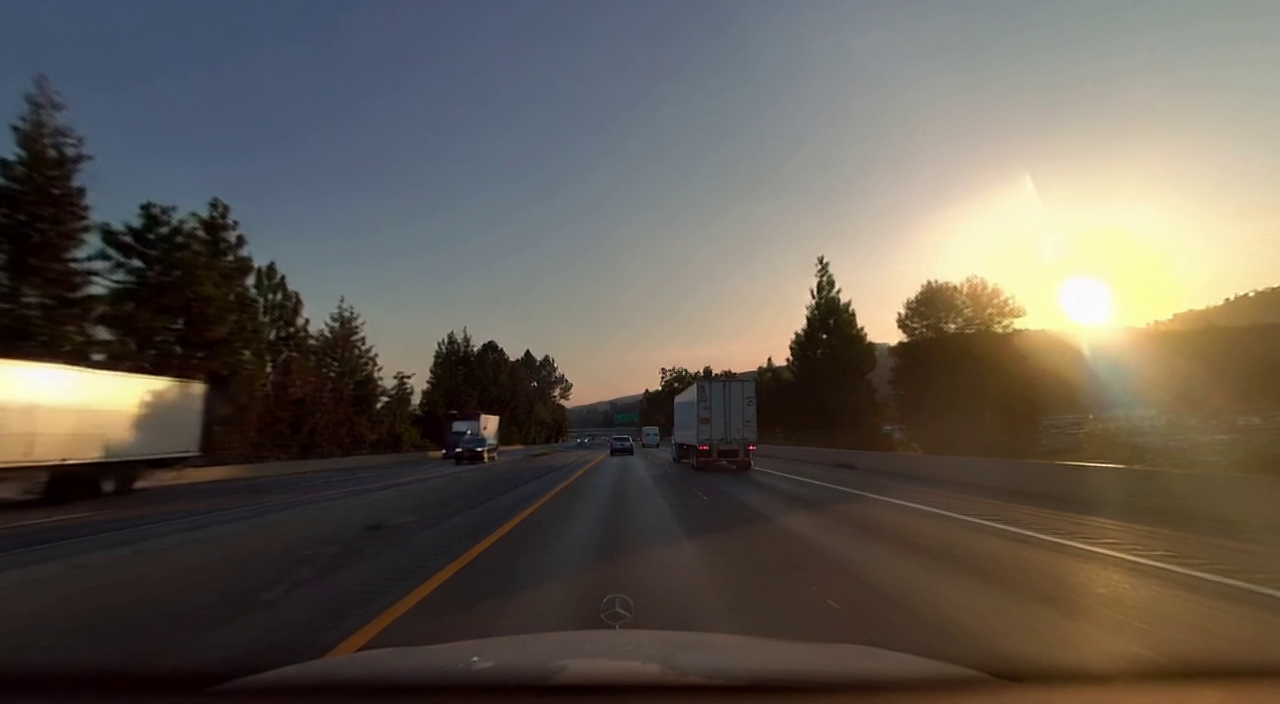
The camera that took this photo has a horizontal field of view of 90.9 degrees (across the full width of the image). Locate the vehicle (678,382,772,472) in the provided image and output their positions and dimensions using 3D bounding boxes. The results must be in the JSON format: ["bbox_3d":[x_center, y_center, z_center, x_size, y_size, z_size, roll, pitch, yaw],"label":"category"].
[{"bbox_3d":[3.593,3.481,28.952,2.921,3.526,8.207,0,-7,-2],"label":"vehicle"}]

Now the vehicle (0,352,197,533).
[{"bbox_3d":[-13.804,1.842,12.703,2.961,3.458,9.579,-1,-7,-1],"label":"vehicle"}]

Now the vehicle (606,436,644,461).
[{"bbox_3d":[-0.896,5.881,38.641,2.259,1.466,3.693,0,-7,-1],"label":"vehicle"}]

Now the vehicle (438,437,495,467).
[{"bbox_3d":[-9.223,5.330,33.840,1.961,1.504,3.762,0,-7,0],"label":"vehicle"}]
